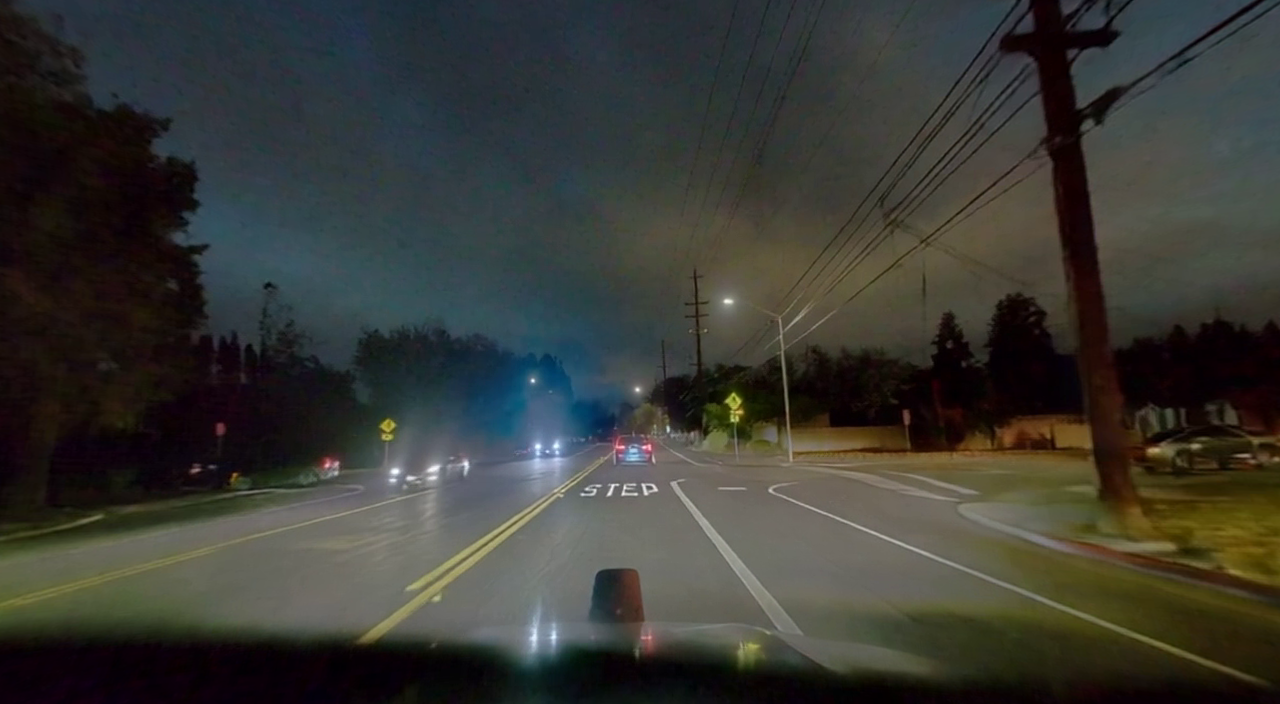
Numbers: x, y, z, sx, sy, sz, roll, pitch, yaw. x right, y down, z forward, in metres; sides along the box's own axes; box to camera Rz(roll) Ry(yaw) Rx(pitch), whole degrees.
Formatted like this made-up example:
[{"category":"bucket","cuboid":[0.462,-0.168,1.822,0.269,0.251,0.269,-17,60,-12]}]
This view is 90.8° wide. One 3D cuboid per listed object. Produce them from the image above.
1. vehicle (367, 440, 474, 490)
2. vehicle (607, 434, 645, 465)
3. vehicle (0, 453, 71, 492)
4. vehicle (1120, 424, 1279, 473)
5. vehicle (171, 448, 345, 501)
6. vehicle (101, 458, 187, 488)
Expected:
[{"category":"vehicle","cuboid":[-7.200,3.739,21.307,2.034,1.464,4.438,0,-8,0]},{"category":"vehicle","cuboid":[-0.690,4.993,32.438,1.877,1.448,3.830,0,-8,0]},{"category":"vehicle","cuboid":[-36.549,6.960,36.721,2.162,2.070,5.031,0,-8,1]},{"category":"vehicle","cuboid":[18.623,3.151,20.650,4.292,1.489,1.895,0,-8,-1]},{"category":"vehicle","cuboid":[-14.132,4.528,23.631,5.190,1.502,2.085,-4,-8,-1]},{"category":"vehicle","cuboid":[-28.188,6.842,36.052,1.806,1.503,3.853,0,-8,-2]}]
